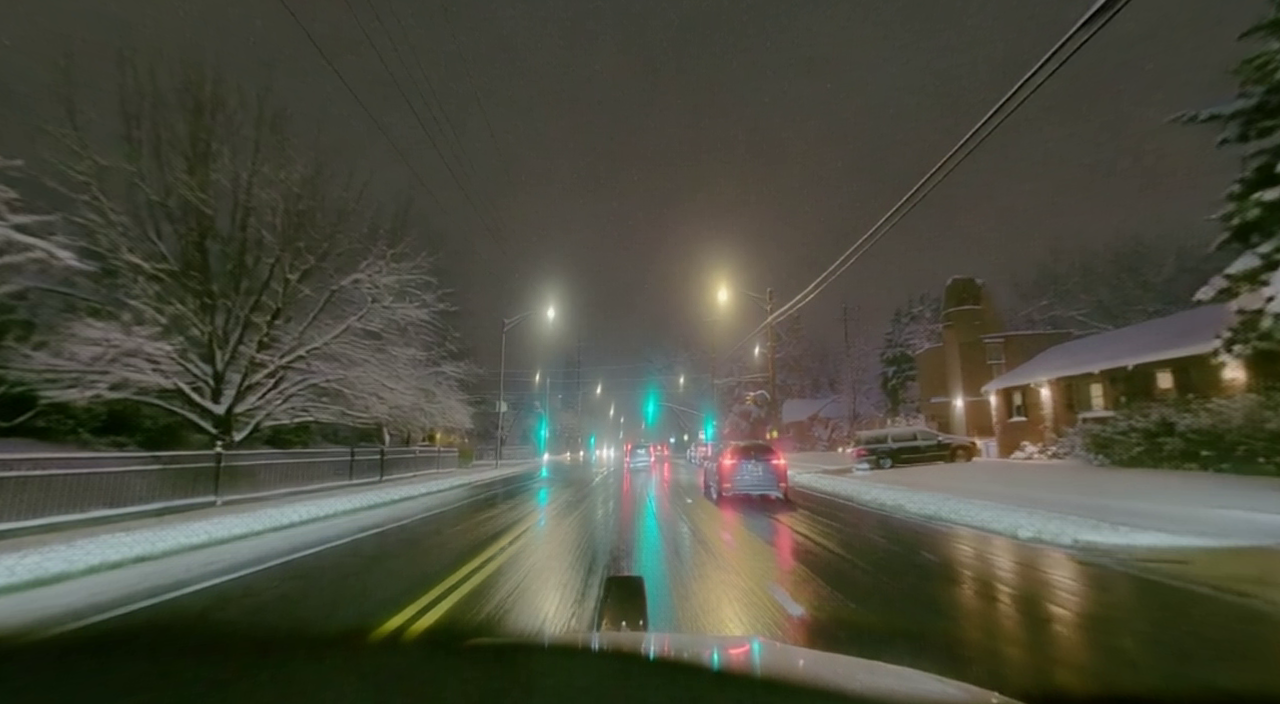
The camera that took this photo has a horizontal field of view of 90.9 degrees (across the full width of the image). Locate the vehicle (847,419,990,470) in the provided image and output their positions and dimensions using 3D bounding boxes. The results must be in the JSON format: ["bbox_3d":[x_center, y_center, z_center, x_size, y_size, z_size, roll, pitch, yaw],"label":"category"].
[{"bbox_3d":[13.848,4.622,31.642,5.929,1.970,2.381,-5,-8,-2],"label":"vehicle"}]

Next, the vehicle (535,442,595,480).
[{"bbox_3d":[-3.147,4.685,27.330,2.012,1.505,4.205,0,-8,1],"label":"vehicle"}]

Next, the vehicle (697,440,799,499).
[{"bbox_3d":[2.957,3.332,18.370,2.158,1.483,4.415,0,-8,0],"label":"vehicle"}]

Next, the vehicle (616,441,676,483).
[{"bbox_3d":[0.221,4.143,24.080,2.101,1.467,4.210,0,-8,0],"label":"vehicle"}]
